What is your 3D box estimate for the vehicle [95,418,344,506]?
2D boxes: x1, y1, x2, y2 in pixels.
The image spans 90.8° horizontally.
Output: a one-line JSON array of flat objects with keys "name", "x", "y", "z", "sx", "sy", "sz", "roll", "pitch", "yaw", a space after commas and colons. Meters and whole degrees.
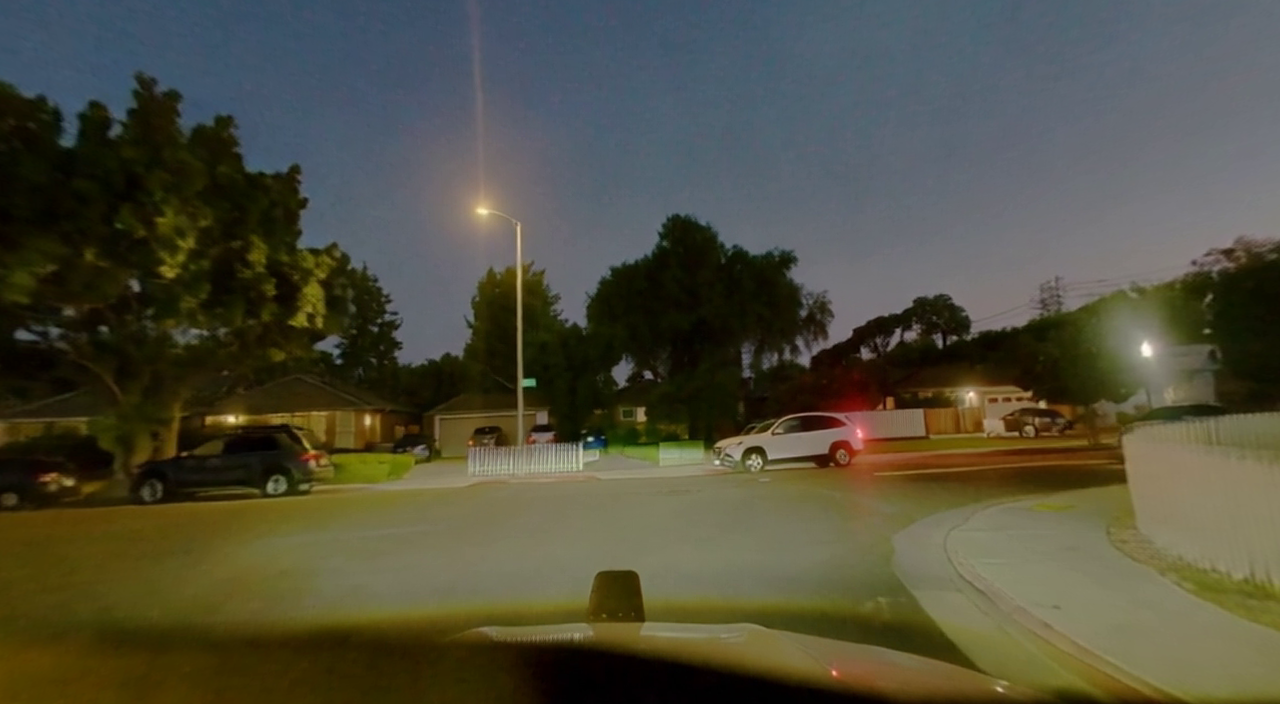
[{"name": "vehicle", "x": -11.820, "y": 3.097, "z": 18.290, "sx": 5.419, "sy": 2.292, "sz": 2.272, "roll": 1, "pitch": -8, "yaw": -11}]

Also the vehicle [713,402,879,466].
[{"name": "vehicle", "x": 5.136, "y": 2.798, "z": 21.264, "sx": 4.919, "sy": 1.969, "sz": 2.104, "roll": 2, "pitch": -9, "yaw": -8}]

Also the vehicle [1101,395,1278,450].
[{"name": "vehicle", "x": 20.910, "y": 2.704, "z": 24.131, "sx": 5.179, "sy": 1.847, "sz": 2.219, "roll": 0, "pitch": -10, "yaw": -12}]

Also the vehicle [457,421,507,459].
[{"name": "vehicle", "x": -8.593, "y": 4.853, "z": 34.532, "sx": 2.391, "sy": 1.894, "sz": 5.075, "roll": 1, "pitch": -9, "yaw": -13}]

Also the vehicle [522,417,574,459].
[{"name": "vehicle", "x": -4.891, "y": 4.456, "z": 32.848, "sx": 2.278, "sy": 1.969, "sz": 5.533, "roll": 1, "pitch": -8, "yaw": -12}]

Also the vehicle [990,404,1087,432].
[{"name": "vehicle", "x": 24.541, "y": 4.146, "z": 39.102, "sx": 1.967, "sy": 1.523, "sz": 4.619, "roll": 4, "pitch": -10, "yaw": -26}]

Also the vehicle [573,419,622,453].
[{"name": "vehicle", "x": -2.403, "y": 4.635, "z": 34.525, "sx": 2.005, "sy": 1.699, "sz": 4.234, "roll": 1, "pitch": -9, "yaw": -13}]

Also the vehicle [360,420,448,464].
[{"name": "vehicle", "x": -12.210, "y": 4.642, "z": 32.454, "sx": 2.307, "sy": 2.043, "sz": 5.475, "roll": 7, "pitch": -12, "yaw": -41}]
